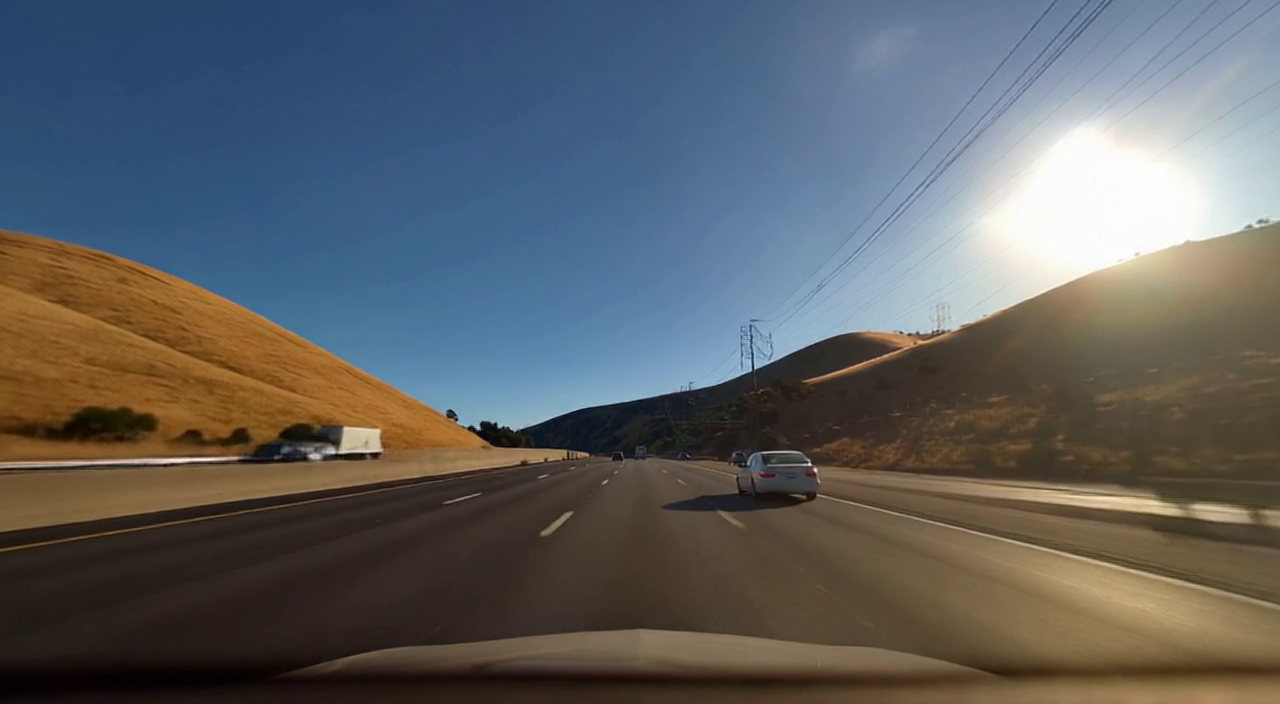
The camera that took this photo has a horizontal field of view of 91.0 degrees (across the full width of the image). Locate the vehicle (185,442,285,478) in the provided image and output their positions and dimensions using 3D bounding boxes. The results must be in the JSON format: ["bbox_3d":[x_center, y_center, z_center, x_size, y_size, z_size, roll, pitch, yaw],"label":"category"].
[{"bbox_3d":[-17.919,4.776,28.135,1.749,1.471,4.110,0,-9,-1],"label":"vehicle"}]

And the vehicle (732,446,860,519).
[{"bbox_3d":[3.680,3.149,15.816,2.086,1.542,4.355,0,-9,0],"label":"vehicle"}]
